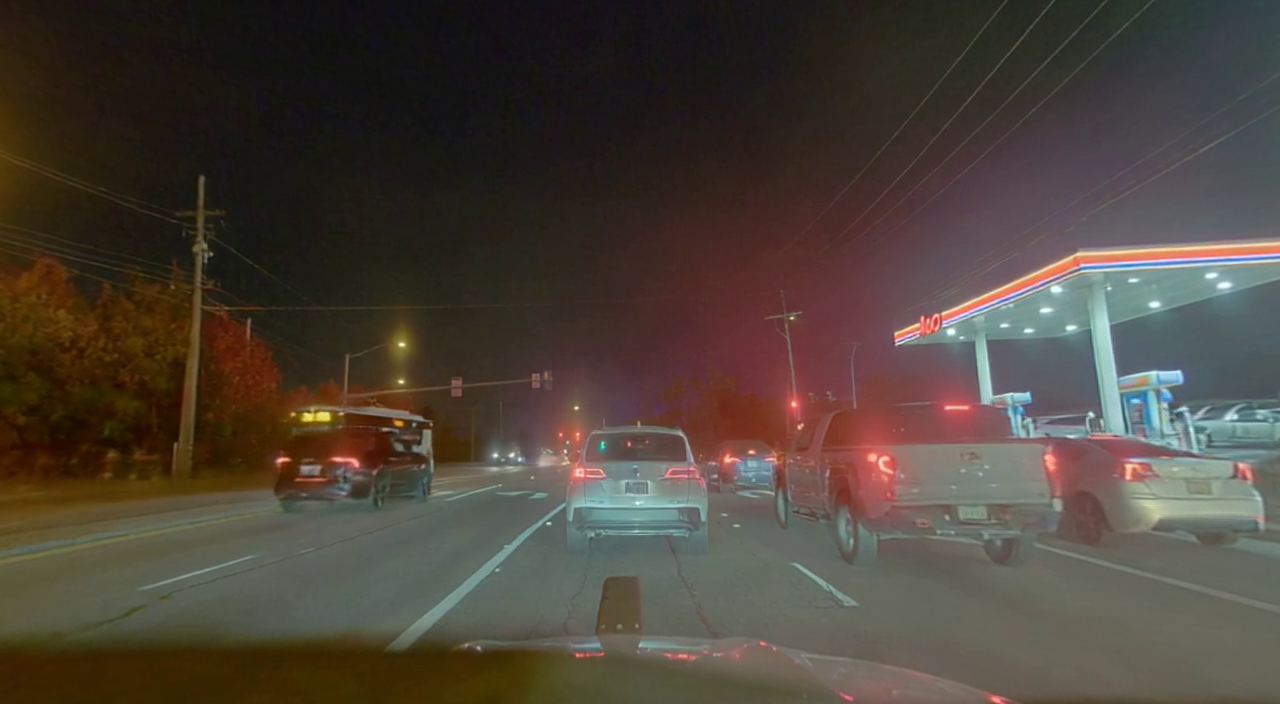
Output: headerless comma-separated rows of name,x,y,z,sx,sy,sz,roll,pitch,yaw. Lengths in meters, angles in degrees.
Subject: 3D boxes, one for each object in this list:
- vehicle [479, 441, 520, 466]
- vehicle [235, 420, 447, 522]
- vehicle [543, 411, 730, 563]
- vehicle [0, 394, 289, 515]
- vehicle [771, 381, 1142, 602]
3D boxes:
vehicle,-10.563,7.653,47.768,2.075,1.719,4.396,0,-9,0
vehicle,-6.075,2.487,13.744,2.190,1.795,4.993,0,-9,-1
vehicle,-0.088,1.811,9.146,2.087,1.677,4.053,0,-9,-1
vehicle,-18.851,3.885,24.652,3.010,3.475,12.655,0,-8,0
vehicle,3.068,1.461,7.410,2.049,1.813,4.245,0,-9,-1
